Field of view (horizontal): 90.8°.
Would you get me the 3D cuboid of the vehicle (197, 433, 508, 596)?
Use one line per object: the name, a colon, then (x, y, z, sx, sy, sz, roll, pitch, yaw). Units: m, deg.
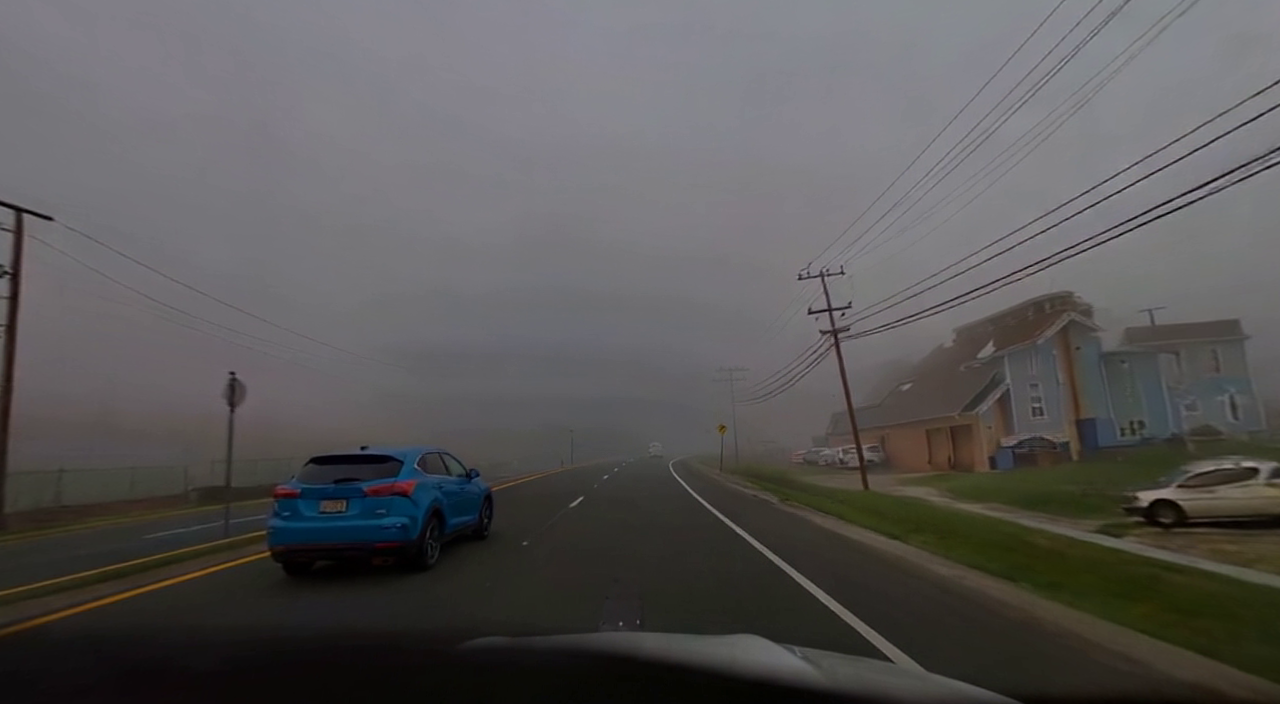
vehicle: (-3.126, 1.833, 8.034, 1.972, 1.496, 4.150, 0, -8, 0)

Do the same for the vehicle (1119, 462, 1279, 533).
vehicle: (16.810, 4.002, 17.646, 4.995, 1.794, 2.020, -1, -9, 4)

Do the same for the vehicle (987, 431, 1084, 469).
vehicle: (24.040, 5.936, 38.402, 5.478, 1.869, 2.206, 1, -12, -26)
